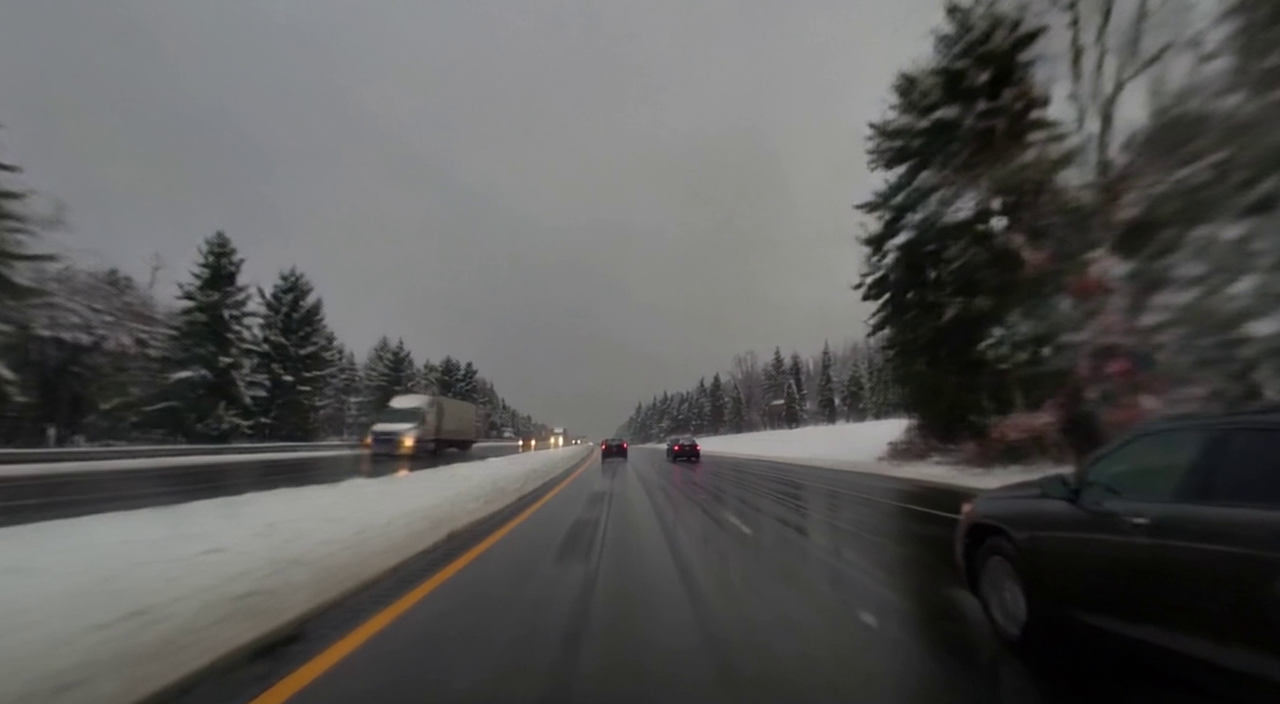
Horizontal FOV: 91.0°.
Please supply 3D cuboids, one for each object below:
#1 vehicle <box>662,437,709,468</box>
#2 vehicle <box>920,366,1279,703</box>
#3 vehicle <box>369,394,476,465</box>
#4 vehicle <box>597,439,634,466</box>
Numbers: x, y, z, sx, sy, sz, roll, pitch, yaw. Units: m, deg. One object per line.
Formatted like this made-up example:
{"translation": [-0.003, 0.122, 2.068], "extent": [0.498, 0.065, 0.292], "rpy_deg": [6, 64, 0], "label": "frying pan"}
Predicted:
{"translation": [2.394, 5.431, 34.104], "extent": [2.146, 1.546, 3.796], "rpy_deg": [0, -8, -1], "label": "vehicle"}
{"translation": [3.379, 0.874, 2.602], "extent": [2.055, 1.566, 5.046], "rpy_deg": [0, -8, -1], "label": "vehicle"}
{"translation": [-12.420, 4.653, 37.039], "extent": [3.188, 3.647, 8.856], "rpy_deg": [0, -8, -1], "label": "vehicle"}
{"translation": [-1.563, 6.259, 39.433], "extent": [2.178, 1.559, 4.254], "rpy_deg": [0, -8, -3], "label": "vehicle"}
